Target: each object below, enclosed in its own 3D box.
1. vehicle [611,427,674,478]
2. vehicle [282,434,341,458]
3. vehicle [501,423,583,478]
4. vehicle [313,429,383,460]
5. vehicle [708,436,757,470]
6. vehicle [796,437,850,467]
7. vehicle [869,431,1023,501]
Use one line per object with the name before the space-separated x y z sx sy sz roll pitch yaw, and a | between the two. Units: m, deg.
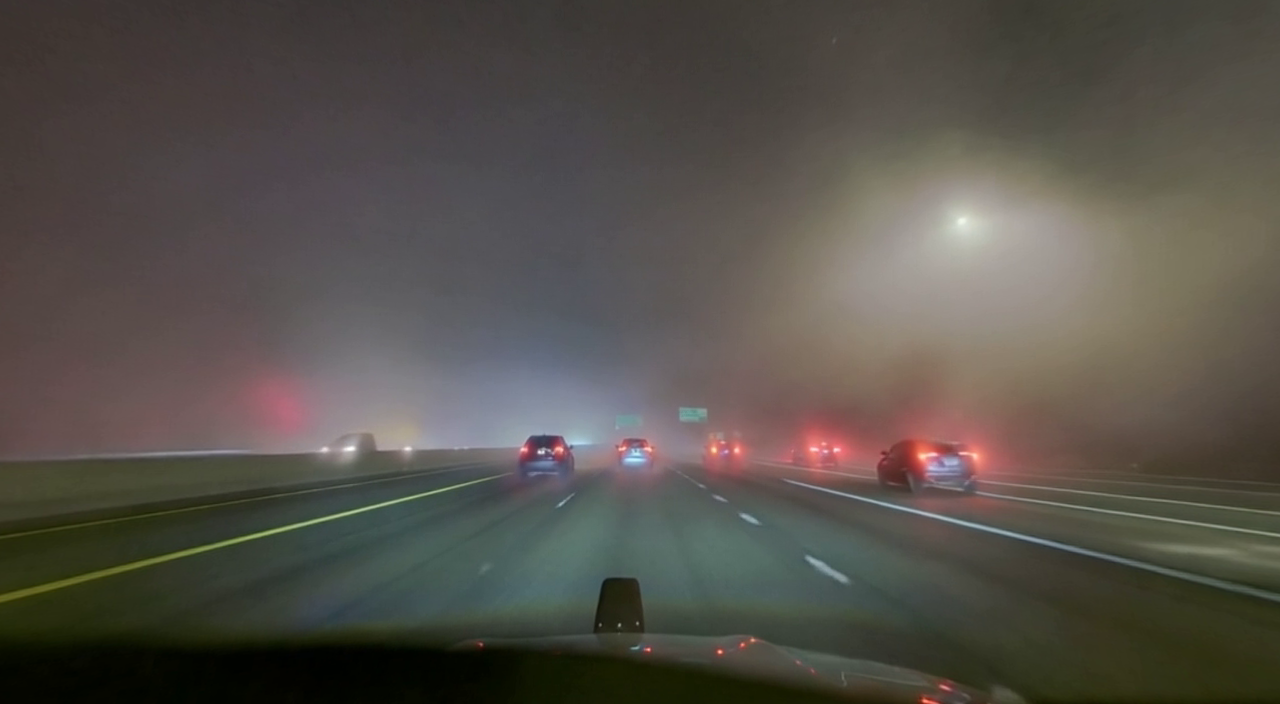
vehicle | 0.086 3.760 23.752 2.181 1.728 3.970 0 -9 0
vehicle | -24.220 6.931 46.586 1.939 1.654 4.333 0 -9 1
vehicle | -3.448 3.622 23.272 2.199 1.777 4.790 0 -9 1
vehicle | -18.166 5.781 39.413 2.029 1.791 4.668 0 -9 2
vehicle | 4.897 5.448 33.979 2.022 1.682 4.226 0 -9 0
vehicle | 11.392 6.277 39.540 2.010 1.765 4.375 0 -9 -1
vehicle | 7.736 2.907 16.429 1.989 1.569 3.964 0 -9 0
